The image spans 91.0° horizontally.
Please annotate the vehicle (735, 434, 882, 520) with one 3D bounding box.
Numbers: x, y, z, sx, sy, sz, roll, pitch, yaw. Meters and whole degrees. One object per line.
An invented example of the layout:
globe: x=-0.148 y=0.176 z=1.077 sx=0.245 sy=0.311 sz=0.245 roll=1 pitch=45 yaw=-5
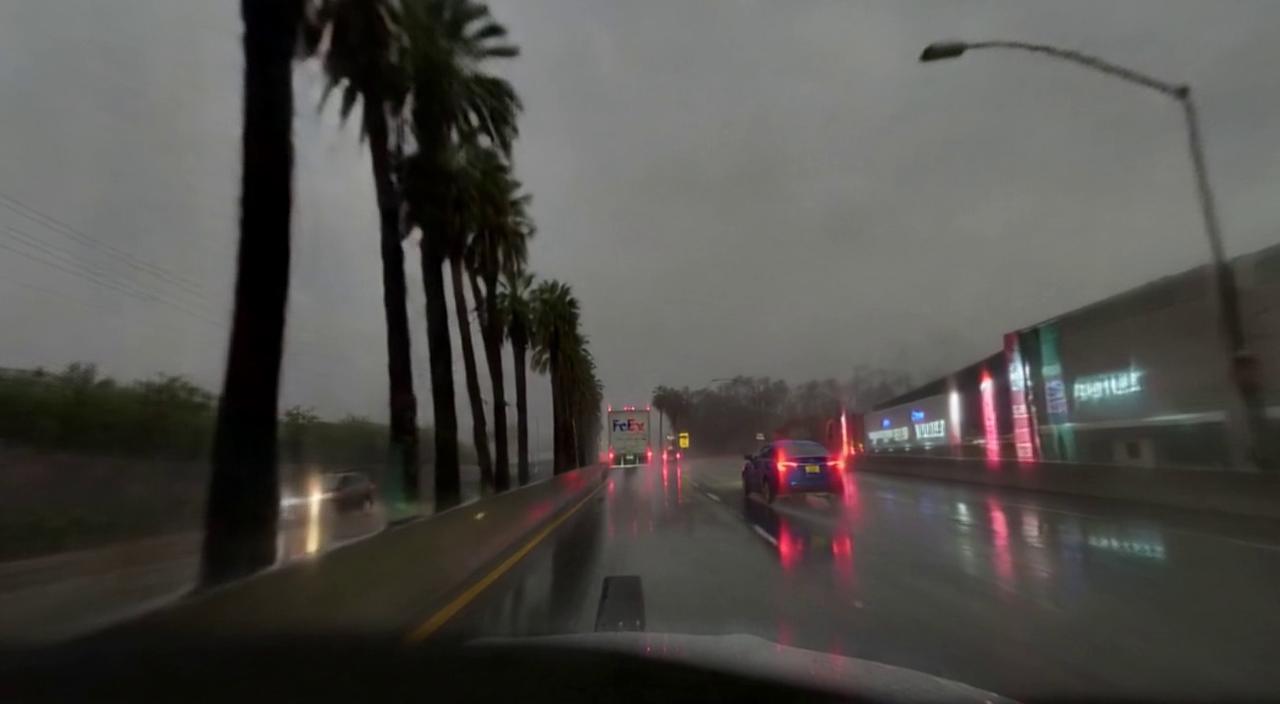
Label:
vehicle: x=3.457 y=2.648 z=13.847 sx=1.966 sy=1.558 sz=4.238 roll=0 pitch=-9 yaw=-1
